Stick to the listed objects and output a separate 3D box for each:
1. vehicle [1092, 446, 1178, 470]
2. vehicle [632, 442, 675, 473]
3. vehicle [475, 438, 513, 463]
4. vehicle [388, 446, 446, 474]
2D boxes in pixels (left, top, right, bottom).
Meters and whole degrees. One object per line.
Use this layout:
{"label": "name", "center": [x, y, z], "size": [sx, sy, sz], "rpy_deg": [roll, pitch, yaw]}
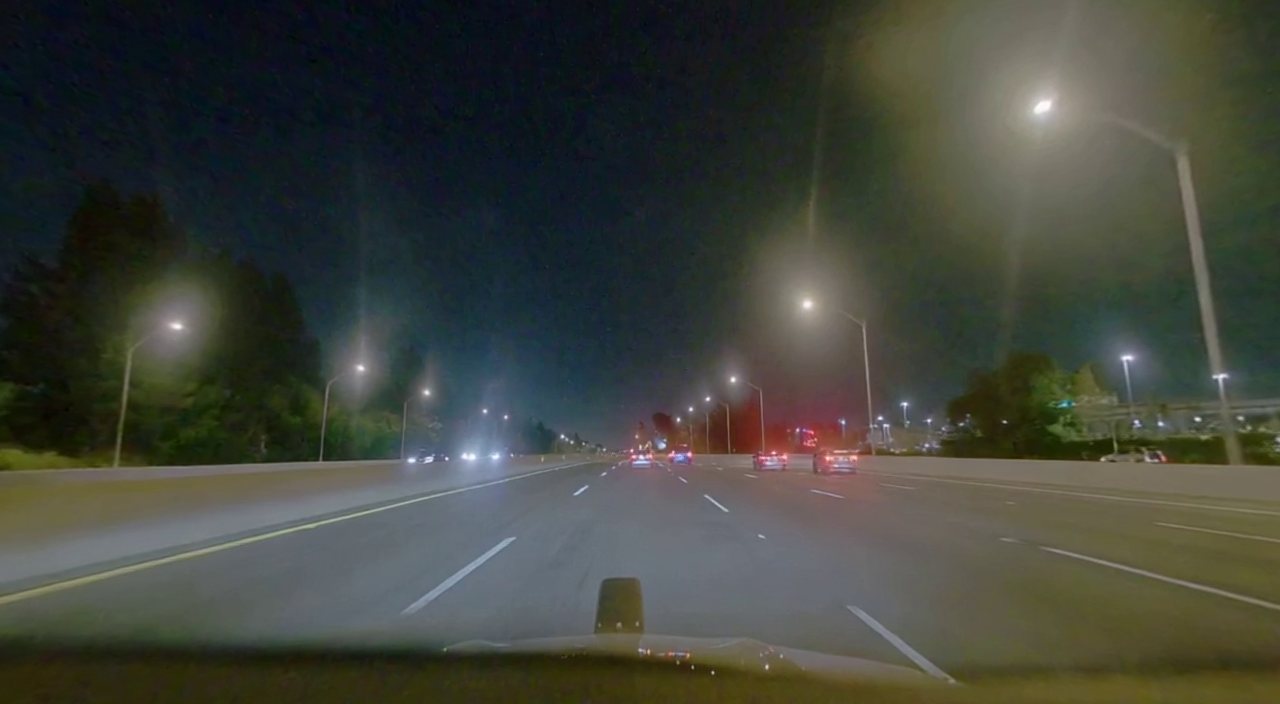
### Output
{"label": "vehicle", "center": [32.270, 6.907, 41.345], "size": [1.886, 1.450, 4.349], "rpy_deg": [1, -9, -4]}
{"label": "vehicle", "center": [0.719, 6.144, 36.924], "size": [2.124, 1.673, 4.545], "rpy_deg": [1, -9, -4]}
{"label": "vehicle", "center": [-9.882, 6.673, 43.110], "size": [1.853, 1.600, 4.030], "rpy_deg": [1, -8, -3]}
{"label": "vehicle", "center": [-14.409, 6.971, 41.089], "size": [1.945, 1.685, 4.730], "rpy_deg": [0, -8, 1]}
